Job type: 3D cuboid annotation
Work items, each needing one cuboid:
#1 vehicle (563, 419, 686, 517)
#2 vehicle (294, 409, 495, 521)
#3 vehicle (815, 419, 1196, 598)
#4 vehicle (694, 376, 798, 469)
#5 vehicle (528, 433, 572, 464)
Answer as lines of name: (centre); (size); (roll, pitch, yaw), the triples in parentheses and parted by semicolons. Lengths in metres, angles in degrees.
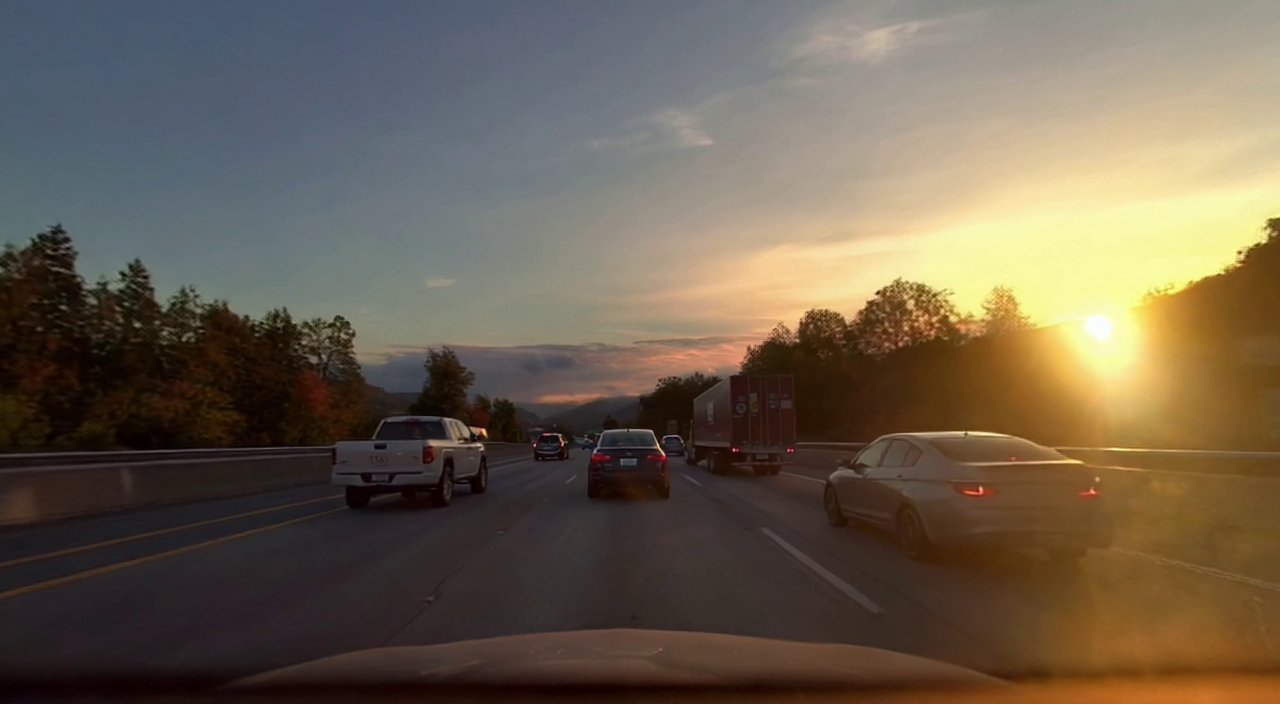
vehicle: (-0.307, 2.236, 12.655); (2.083, 1.647, 3.799); (0, -8, -1)
vehicle: (-4.488, 2.135, 12.523); (2.101, 1.767, 4.702); (0, -8, 0)
vehicle: (3.617, 1.574, 7.291); (1.951, 1.477, 3.963); (0, -8, -1)
vehicle: (5.295, 4.074, 35.016); (2.888, 4.135, 14.071); (0, -8, -2)
vehicle: (-5.112, 5.506, 36.243); (1.971, 1.648, 3.983); (0, -8, -1)
